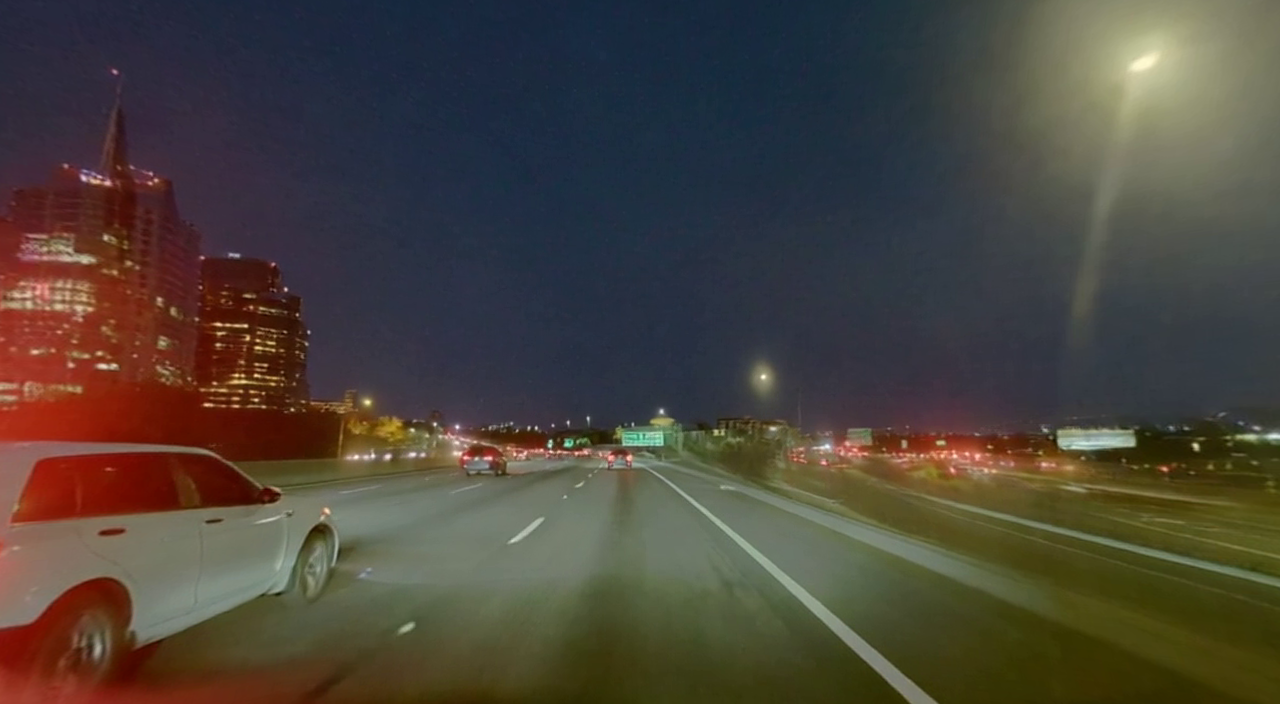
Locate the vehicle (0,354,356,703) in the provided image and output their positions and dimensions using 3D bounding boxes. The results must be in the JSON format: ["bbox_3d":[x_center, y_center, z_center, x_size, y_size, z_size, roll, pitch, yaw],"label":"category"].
[{"bbox_3d":[-3.581,0.982,3.212,2.036,1.717,4.592,0,-9,1],"label":"vehicle"}]

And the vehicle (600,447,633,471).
[{"bbox_3d":[-1.632,7.383,43.631,2.110,1.501,4.319,0,-9,-2],"label":"vehicle"}]

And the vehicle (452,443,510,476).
[{"bbox_3d":[-8.634,5.848,34.555,2.065,1.689,4.399,0,-9,-1],"label":"vehicle"}]
